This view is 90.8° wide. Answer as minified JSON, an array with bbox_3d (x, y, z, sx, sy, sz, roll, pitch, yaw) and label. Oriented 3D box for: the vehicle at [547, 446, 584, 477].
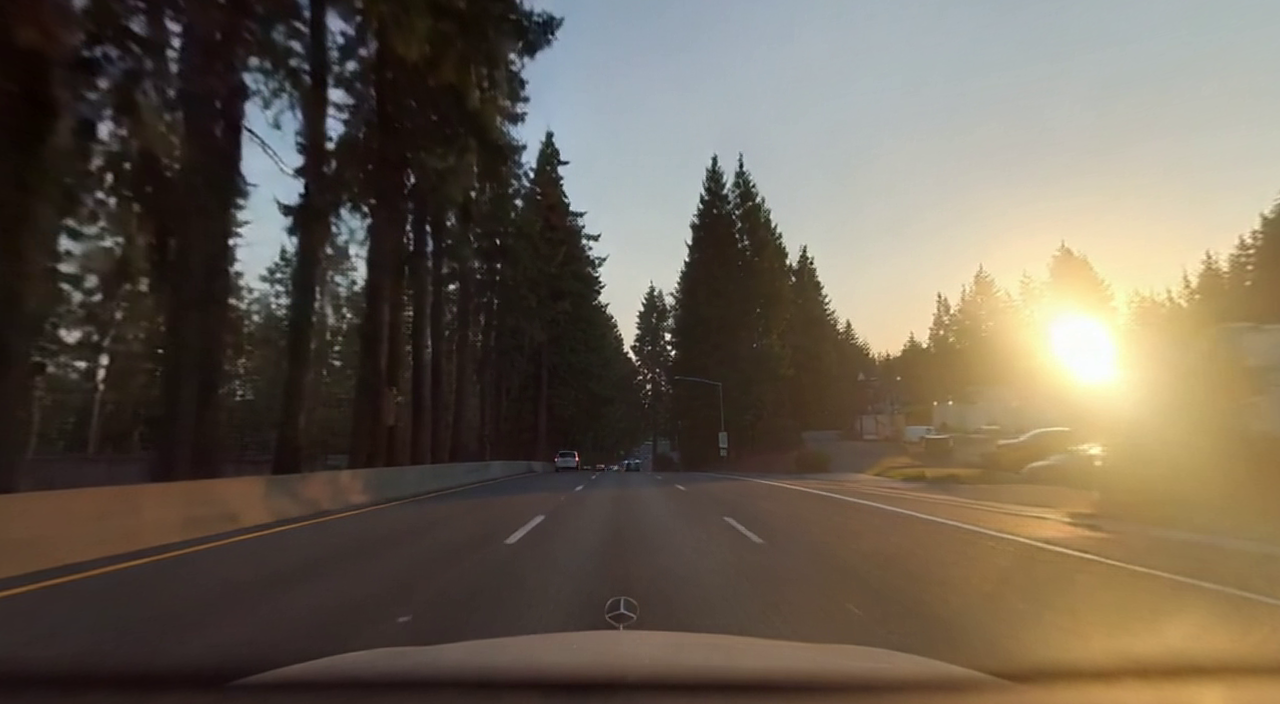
[{"bbox_3d":[-5.553,8.211,47.706,2.323,2.252,4.808,0,-9,-2],"label":"vehicle"}]
